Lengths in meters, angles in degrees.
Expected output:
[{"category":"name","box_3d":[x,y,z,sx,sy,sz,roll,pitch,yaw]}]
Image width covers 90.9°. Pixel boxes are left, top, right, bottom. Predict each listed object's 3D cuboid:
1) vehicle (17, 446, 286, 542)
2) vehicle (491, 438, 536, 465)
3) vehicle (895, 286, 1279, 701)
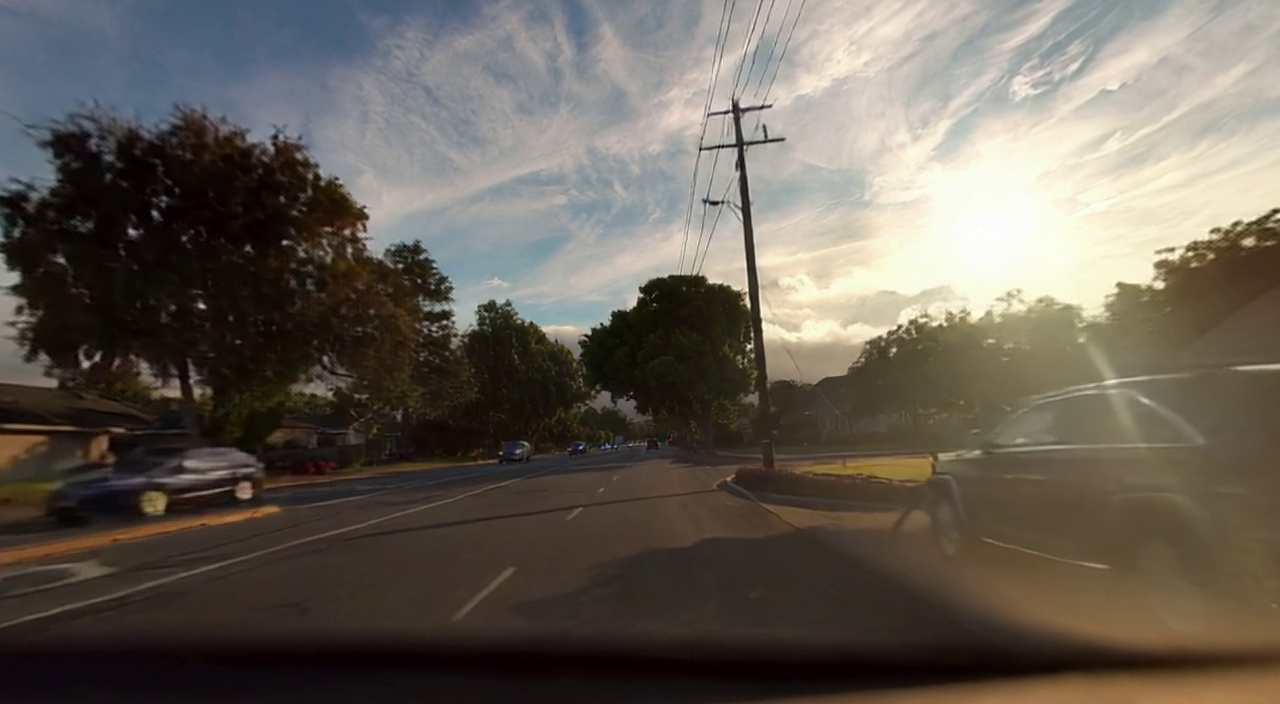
[{"category":"vehicle","box_3d":[-9.114,2.615,12.348,1.915,1.539,4.106,0,-8,1]},{"category":"vehicle","box_3d":[-8.576,6.784,42.983,2.003,1.719,4.489,-1,-8,2]},{"category":"vehicle","box_3d":[4.066,0.930,4.789,2.228,1.885,4.854,0,-8,0]}]
